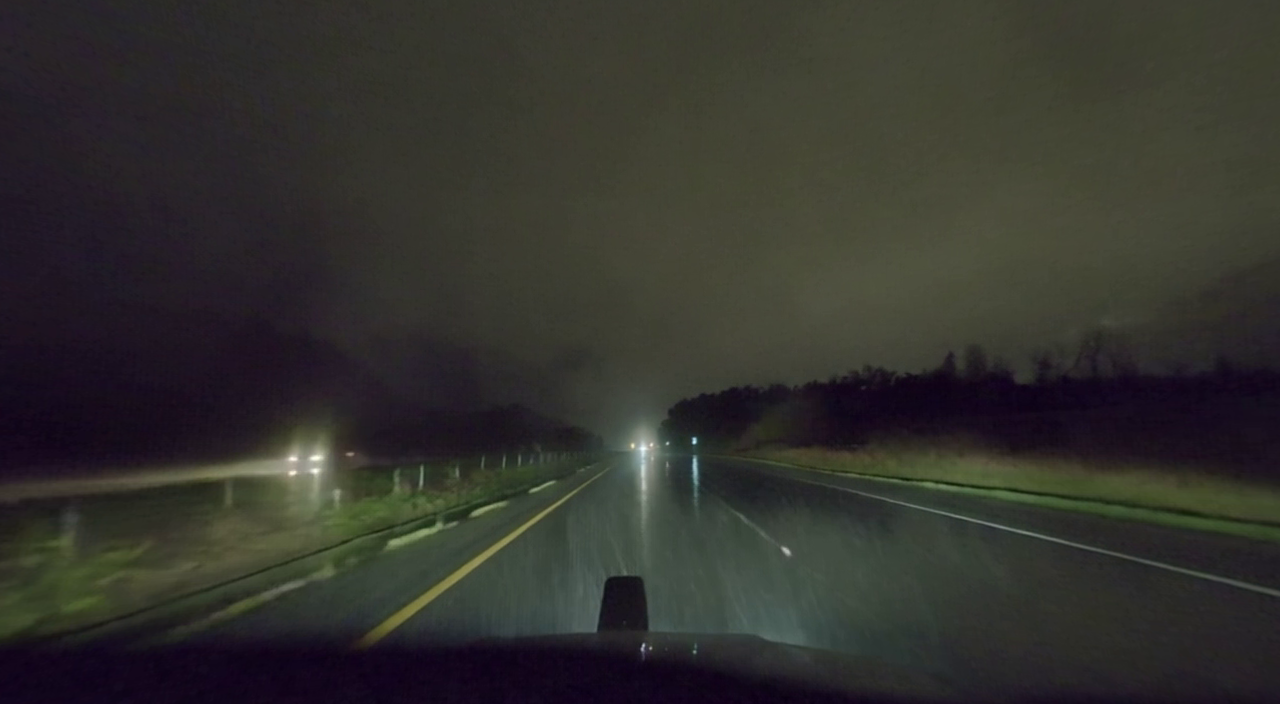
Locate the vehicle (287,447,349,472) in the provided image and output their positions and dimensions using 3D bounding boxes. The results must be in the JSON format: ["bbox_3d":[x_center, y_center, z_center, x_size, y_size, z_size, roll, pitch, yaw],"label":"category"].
[{"bbox_3d":[-24.590,8.173,48.395,2.062,1.769,5.054,-1,-8,1],"label":"vehicle"}]
